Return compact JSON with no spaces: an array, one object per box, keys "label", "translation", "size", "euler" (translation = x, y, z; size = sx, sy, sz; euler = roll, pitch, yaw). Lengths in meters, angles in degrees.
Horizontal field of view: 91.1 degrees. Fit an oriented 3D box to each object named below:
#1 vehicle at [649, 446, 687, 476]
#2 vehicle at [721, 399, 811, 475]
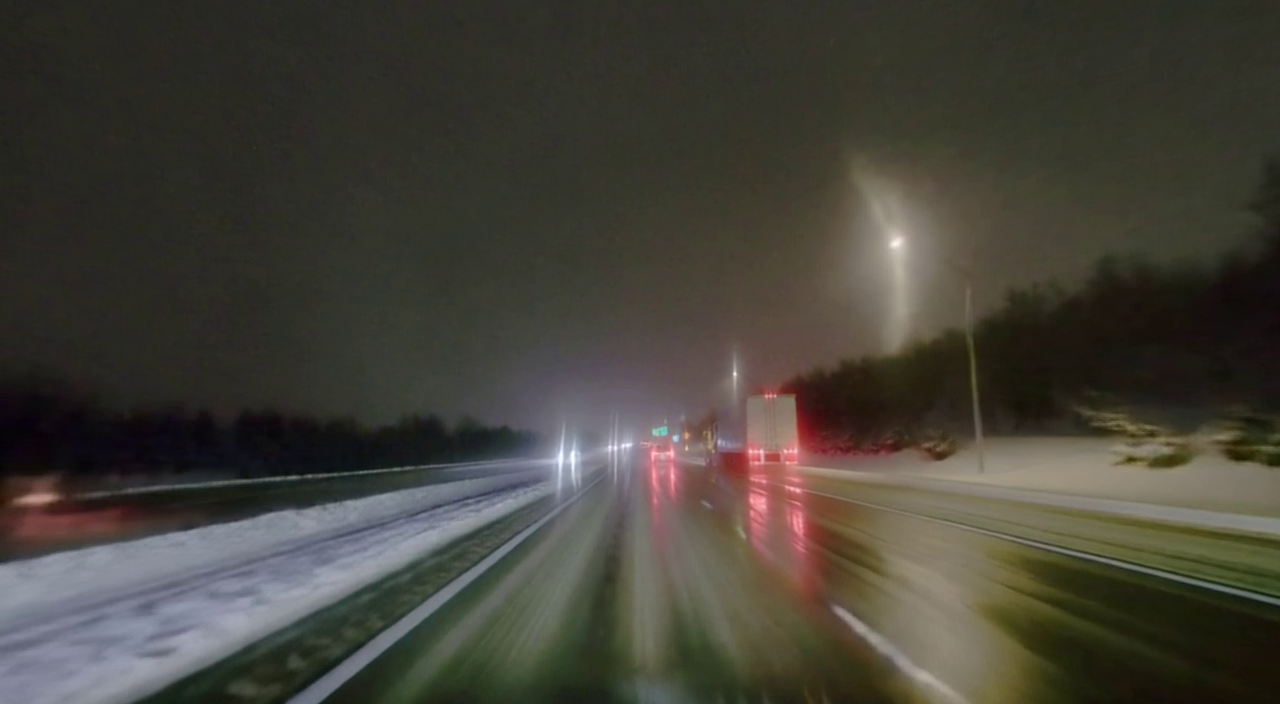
[{"label":"vehicle","translation":[1.550,6.209,35.987],"size":[2.024,1.579,3.707],"euler":[0,-9,0]},{"label":"vehicle","translation":[7.616,5.622,40.582],"size":[2.907,4.042,13.858],"euler":[0,-9,0]}]
